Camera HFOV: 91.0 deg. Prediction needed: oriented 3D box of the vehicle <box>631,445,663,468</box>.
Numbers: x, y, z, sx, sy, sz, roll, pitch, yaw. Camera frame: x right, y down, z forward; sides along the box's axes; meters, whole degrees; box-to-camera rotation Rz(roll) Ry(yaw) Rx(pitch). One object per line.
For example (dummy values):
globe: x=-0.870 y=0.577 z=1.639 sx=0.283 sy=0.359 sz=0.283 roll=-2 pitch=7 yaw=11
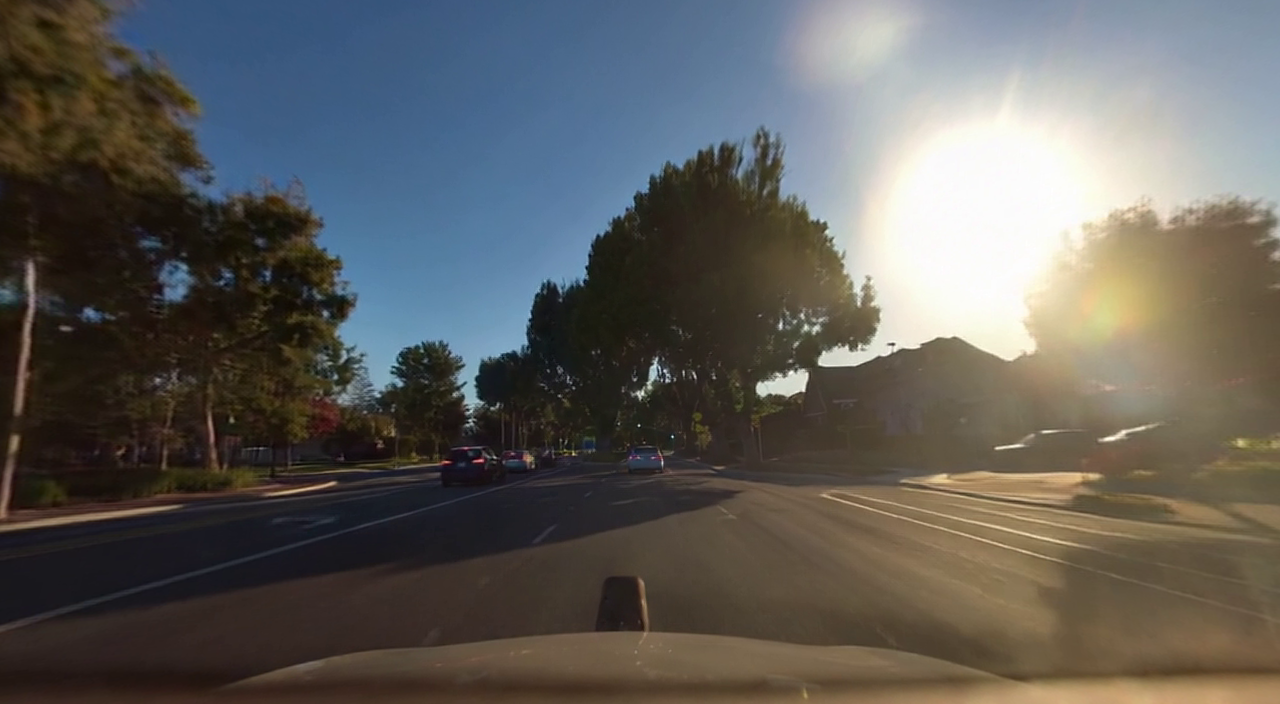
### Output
vehicle: x=0.472 y=7.322 z=44.125 sx=2.106 sy=1.517 sz=4.375 roll=0 pitch=-9 yaw=0

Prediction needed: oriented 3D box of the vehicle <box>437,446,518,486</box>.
vehicle: x=-6.459 y=4.577 z=25.554 sx=2.014 sy=1.472 sz=4.357 roll=0 pitch=-9 yaw=2
